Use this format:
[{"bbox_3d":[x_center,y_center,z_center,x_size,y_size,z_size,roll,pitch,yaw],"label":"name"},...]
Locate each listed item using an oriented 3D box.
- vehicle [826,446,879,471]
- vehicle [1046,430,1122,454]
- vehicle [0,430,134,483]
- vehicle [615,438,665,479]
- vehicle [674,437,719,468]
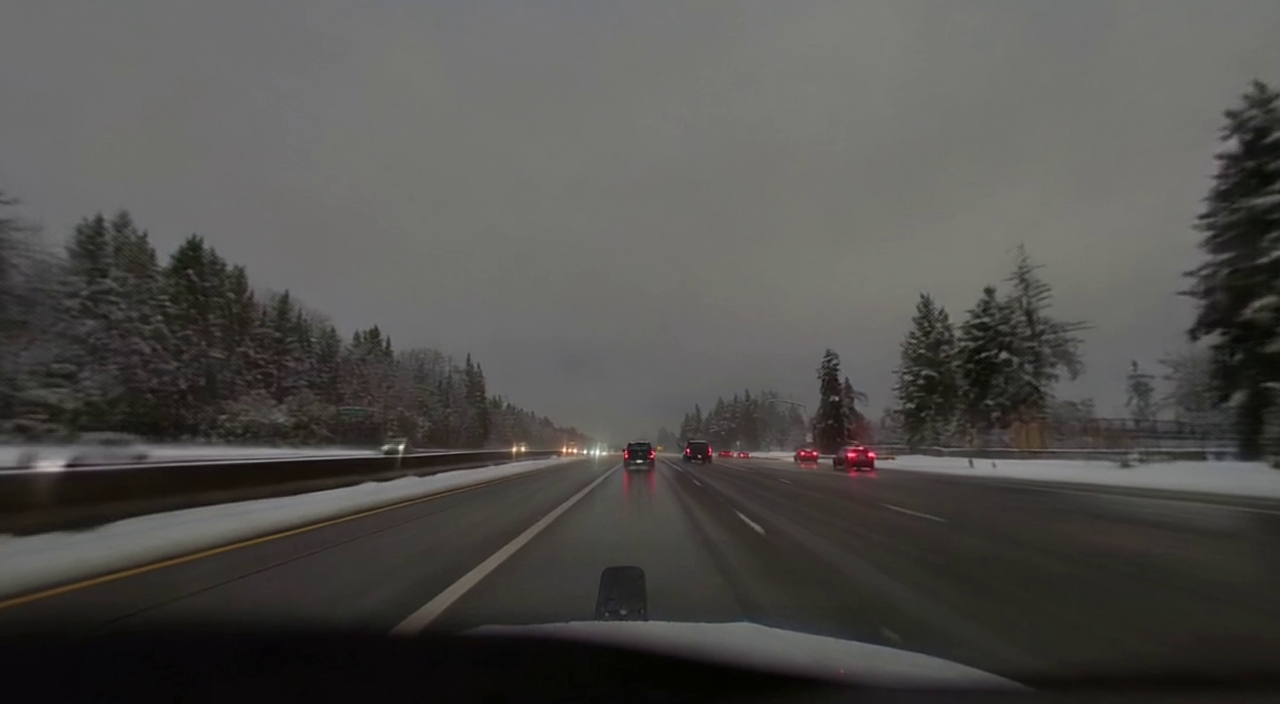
[{"bbox_3d":[13.411,6.720,40.071,1.872,1.459,4.502,0,-9,2],"label":"vehicle"},{"bbox_3d":[34.846,7.105,49.572,4.402,1.637,1.847,2,-10,4],"label":"vehicle"},{"bbox_3d":[-21.941,3.867,23.600,2.021,1.772,4.697,0,-9,0],"label":"vehicle"},{"bbox_3d":[-0.039,4.784,28.658,2.105,1.711,4.293,0,-9,-1],"label":"vehicle"},{"bbox_3d":[3.875,7.010,44.276,2.505,2.020,5.532,0,-9,-1],"label":"vehicle"}]
